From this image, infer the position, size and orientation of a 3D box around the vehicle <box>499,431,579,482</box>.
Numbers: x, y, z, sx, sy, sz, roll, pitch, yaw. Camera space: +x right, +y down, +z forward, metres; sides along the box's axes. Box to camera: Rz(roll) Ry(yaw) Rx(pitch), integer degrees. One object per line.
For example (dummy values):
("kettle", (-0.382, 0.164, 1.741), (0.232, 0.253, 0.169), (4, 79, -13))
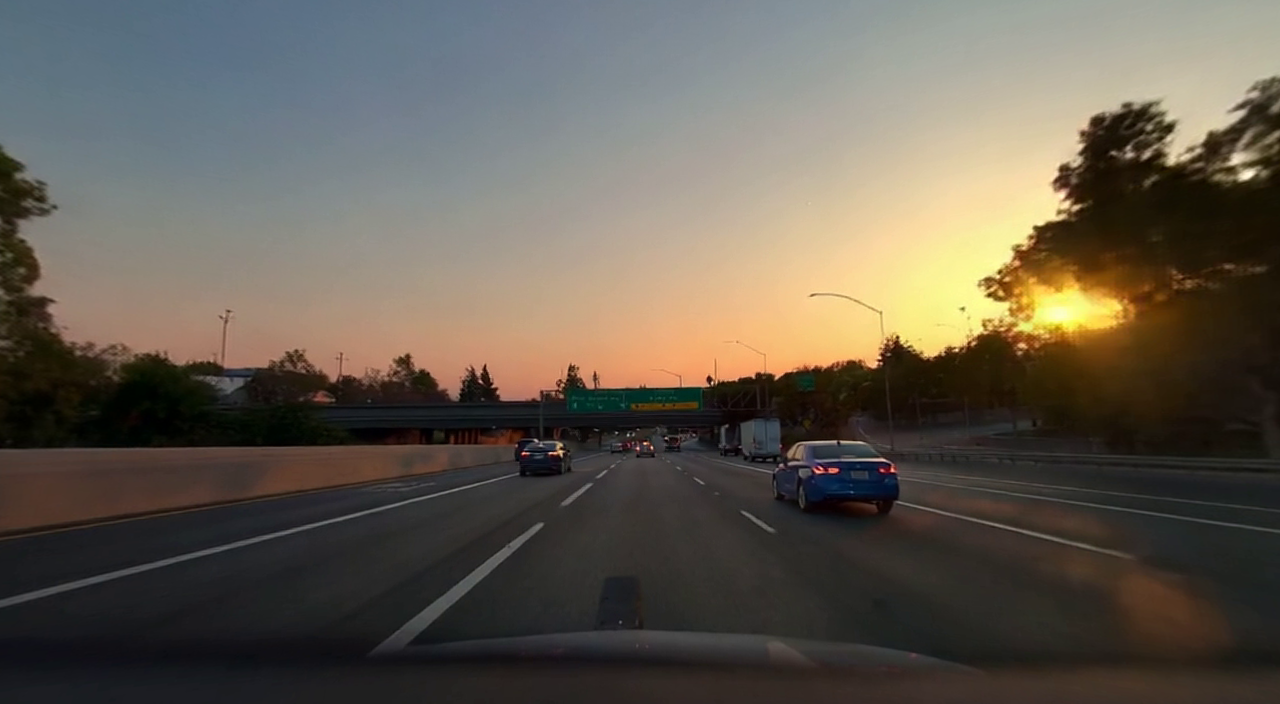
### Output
("vehicle", (-3.714, 3.943, 24.084), (2.193, 1.746, 4.512), (0, -8, 1))

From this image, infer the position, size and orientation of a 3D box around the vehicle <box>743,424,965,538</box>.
("vehicle", (3.369, 2.146, 11.229), (2.107, 1.550, 4.949), (0, -8, -1))
